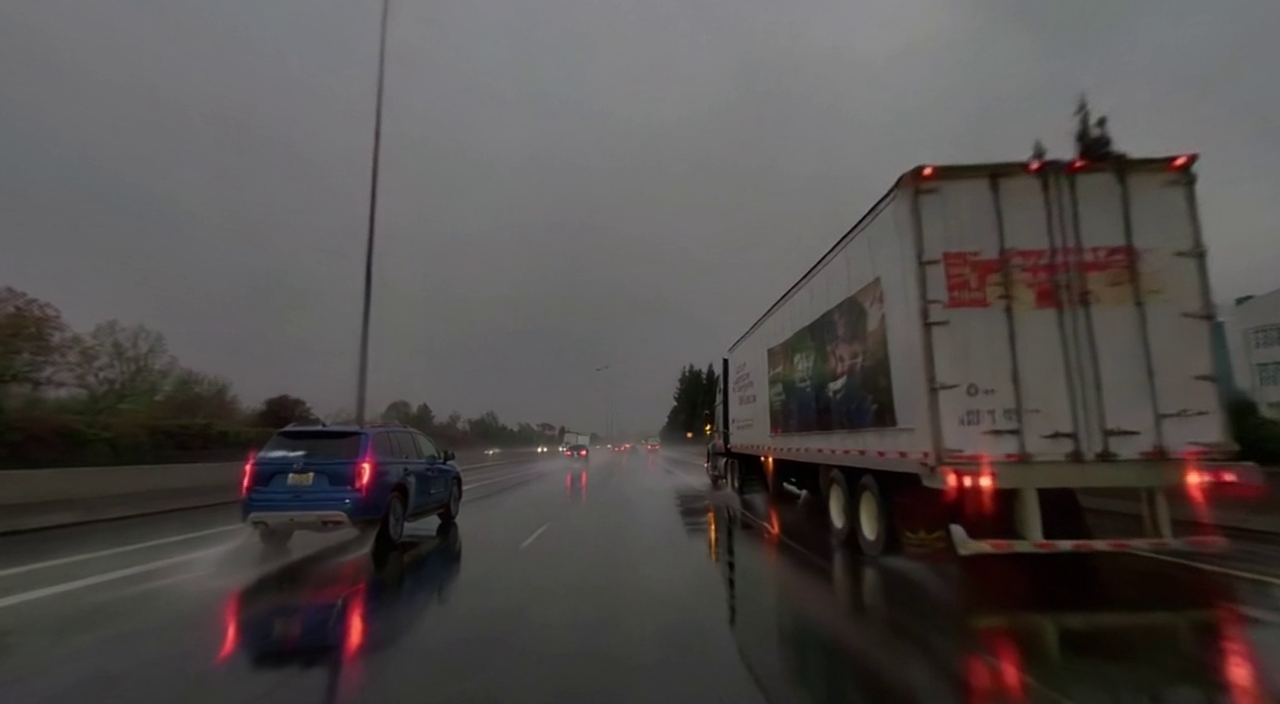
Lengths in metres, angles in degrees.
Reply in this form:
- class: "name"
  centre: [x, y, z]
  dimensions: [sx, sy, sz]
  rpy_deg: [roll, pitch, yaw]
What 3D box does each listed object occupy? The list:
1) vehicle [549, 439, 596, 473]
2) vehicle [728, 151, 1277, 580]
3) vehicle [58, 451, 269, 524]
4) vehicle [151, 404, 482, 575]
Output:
- class: "vehicle"
  centre: [-3.684, 5.764, 35.084]
  dimensions: [2.139, 1.716, 4.530]
  rpy_deg: [0, -9, 0]
- class: "vehicle"
  centre: [4.401, 1.069, 13.042]
  dimensions: [2.998, 4.236, 13.886]
  rpy_deg: [0, -9, 0]
- class: "vehicle"
  centre: [-12.367, 3.498, 16.819]
  dimensions: [2.173, 1.625, 4.459]
  rpy_deg: [0, -9, -1]
- class: "vehicle"
  centre: [-3.957, 1.786, 8.926]
  dimensions: [2.202, 1.760, 4.617]
  rpy_deg: [0, -9, 0]
